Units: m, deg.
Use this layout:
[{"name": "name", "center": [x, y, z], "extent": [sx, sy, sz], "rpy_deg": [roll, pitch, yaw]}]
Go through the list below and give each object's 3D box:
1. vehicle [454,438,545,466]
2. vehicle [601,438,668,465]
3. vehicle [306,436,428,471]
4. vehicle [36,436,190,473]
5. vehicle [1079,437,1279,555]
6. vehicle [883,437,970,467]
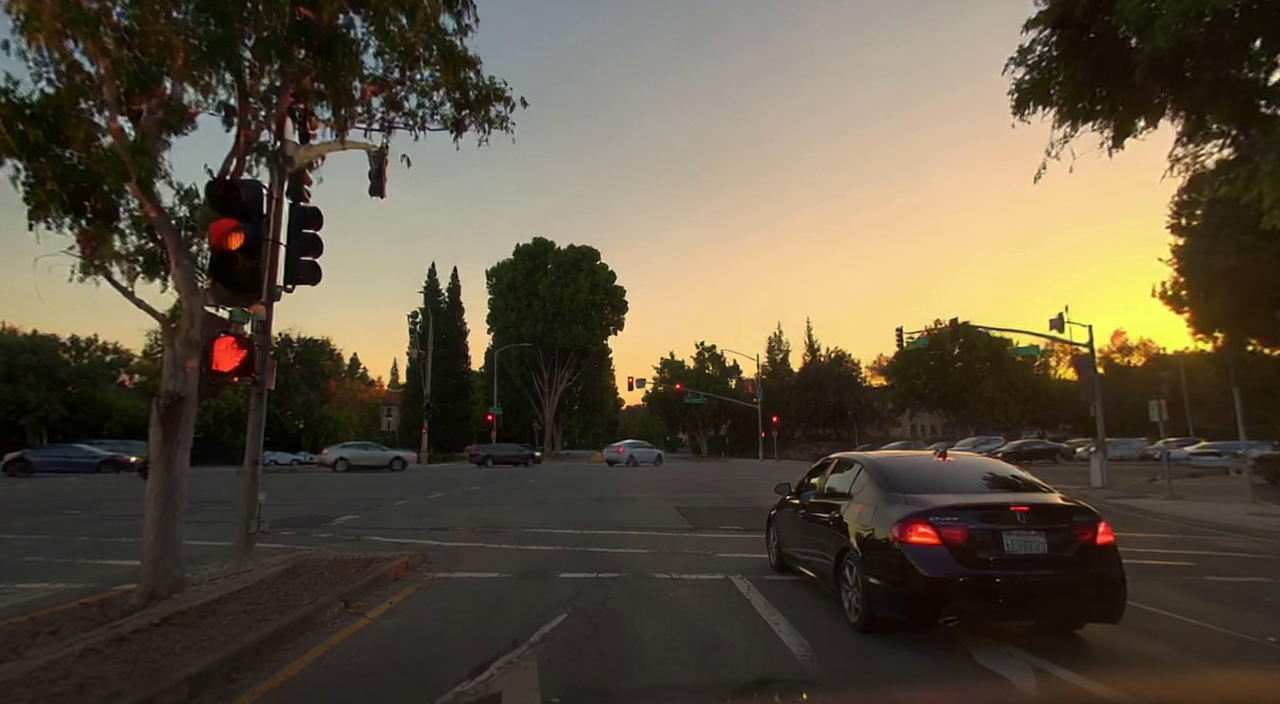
[{"name": "vehicle", "center": [-8.115, 5.817, 36.924], "extent": [1.922, 1.485, 4.912], "rpy_deg": [-8, -12, 43]}, {"name": "vehicle", "center": [-0.271, 6.149, 39.120], "extent": [1.896, 1.544, 4.331], "rpy_deg": [-6, -11, 37]}, {"name": "vehicle", "center": [-12.288, 4.578, 28.558], "extent": [4.849, 1.476, 1.935], "rpy_deg": [4, -9, -26]}, {"name": "vehicle", "center": [-22.489, 4.389, 27.200], "extent": [4.580, 1.472, 1.891], "rpy_deg": [3, -9, -18]}, {"name": "vehicle", "center": [9.273, 2.131, 9.534], "extent": [1.993, 1.505, 4.721], "rpy_deg": [4, -9, 0]}, {"name": "vehicle", "center": [15.166, 5.314, 33.748], "extent": [1.962, 1.468, 4.516], "rpy_deg": [2, -9, -11]}]
